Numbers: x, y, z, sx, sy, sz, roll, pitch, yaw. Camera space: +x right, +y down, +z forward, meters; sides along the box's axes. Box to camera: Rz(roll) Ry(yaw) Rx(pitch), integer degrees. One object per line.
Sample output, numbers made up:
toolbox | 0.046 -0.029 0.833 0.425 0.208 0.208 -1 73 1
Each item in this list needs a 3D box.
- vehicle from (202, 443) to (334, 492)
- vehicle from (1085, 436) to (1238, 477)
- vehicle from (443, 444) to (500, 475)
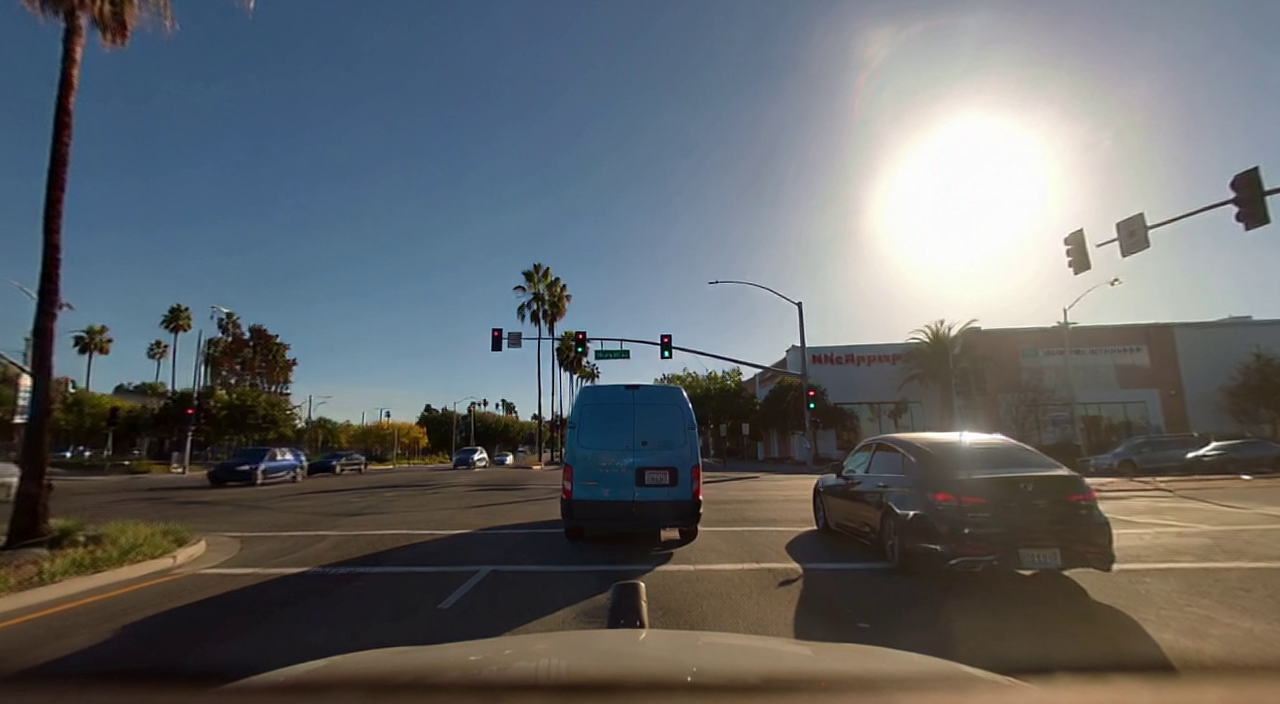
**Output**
vehicle | -14.146 4.389 24.441 2.074 1.671 4.755 0 -9 2
vehicle | 22.213 4.454 27.070 4.533 1.676 2.236 0 -9 -1
vehicle | -9.716 6.229 36.887 2.074 1.681 4.417 0 -9 1
